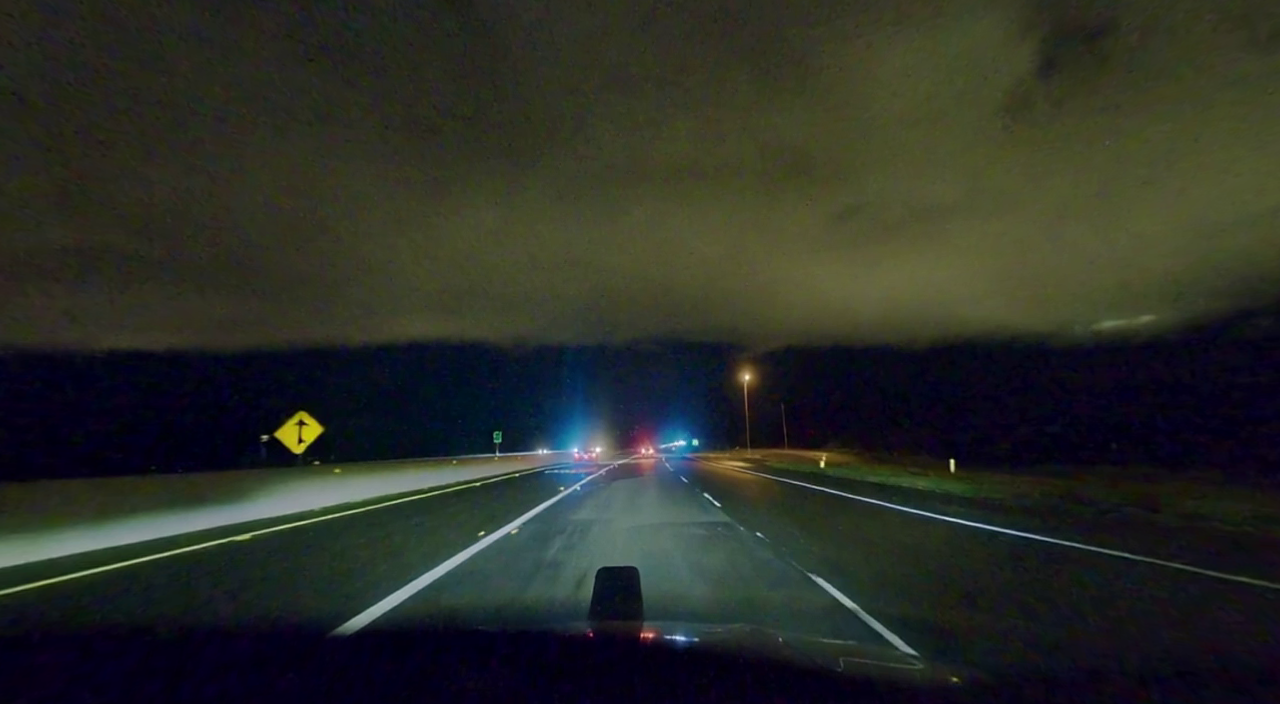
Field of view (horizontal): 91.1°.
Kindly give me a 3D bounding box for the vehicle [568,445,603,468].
[{"bbox_3d":[-3.770,7.308,44.224,2.001,1.521,3.900,0,-9,1],"label":"vehicle"}]
